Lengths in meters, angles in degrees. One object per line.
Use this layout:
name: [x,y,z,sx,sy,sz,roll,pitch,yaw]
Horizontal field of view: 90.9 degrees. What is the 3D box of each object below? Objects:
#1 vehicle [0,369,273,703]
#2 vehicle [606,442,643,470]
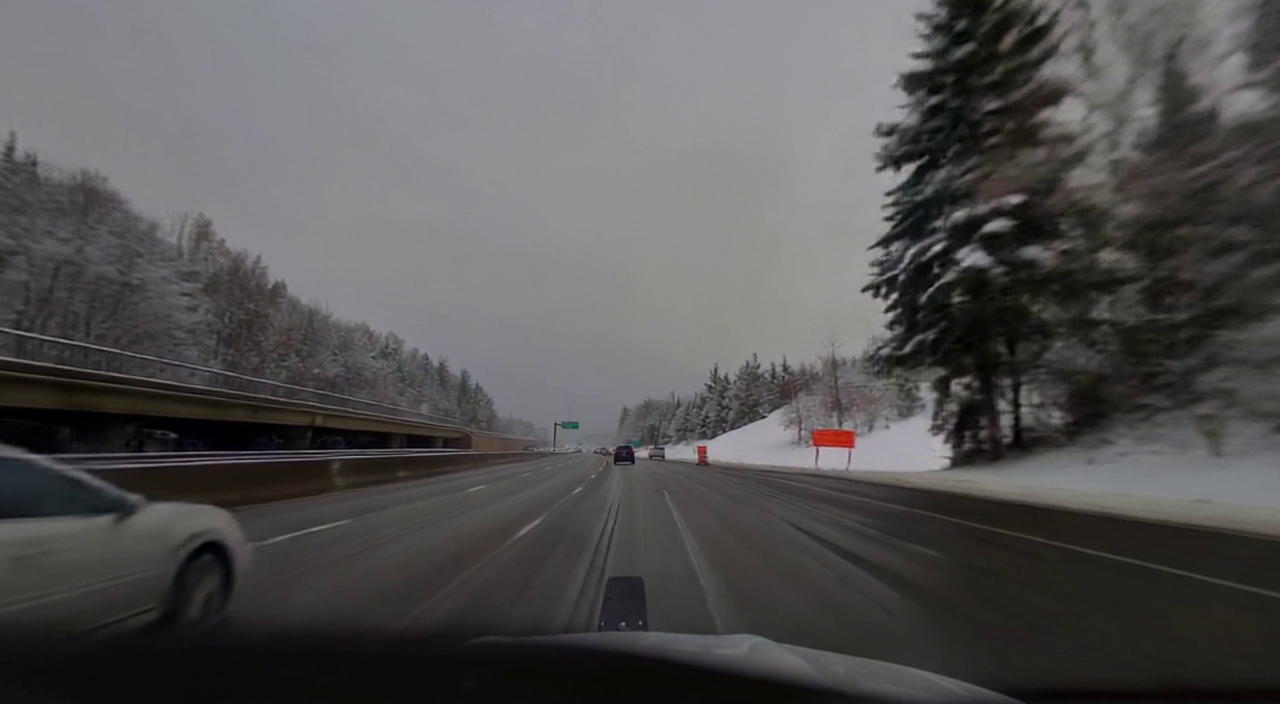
vehicle: [-3.840,0.848,2.299,2.114,1.650,4.730,0,-8,0]
vehicle: [-1.126,7.067,43.043,2.328,1.805,4.502,0,-8,-3]
